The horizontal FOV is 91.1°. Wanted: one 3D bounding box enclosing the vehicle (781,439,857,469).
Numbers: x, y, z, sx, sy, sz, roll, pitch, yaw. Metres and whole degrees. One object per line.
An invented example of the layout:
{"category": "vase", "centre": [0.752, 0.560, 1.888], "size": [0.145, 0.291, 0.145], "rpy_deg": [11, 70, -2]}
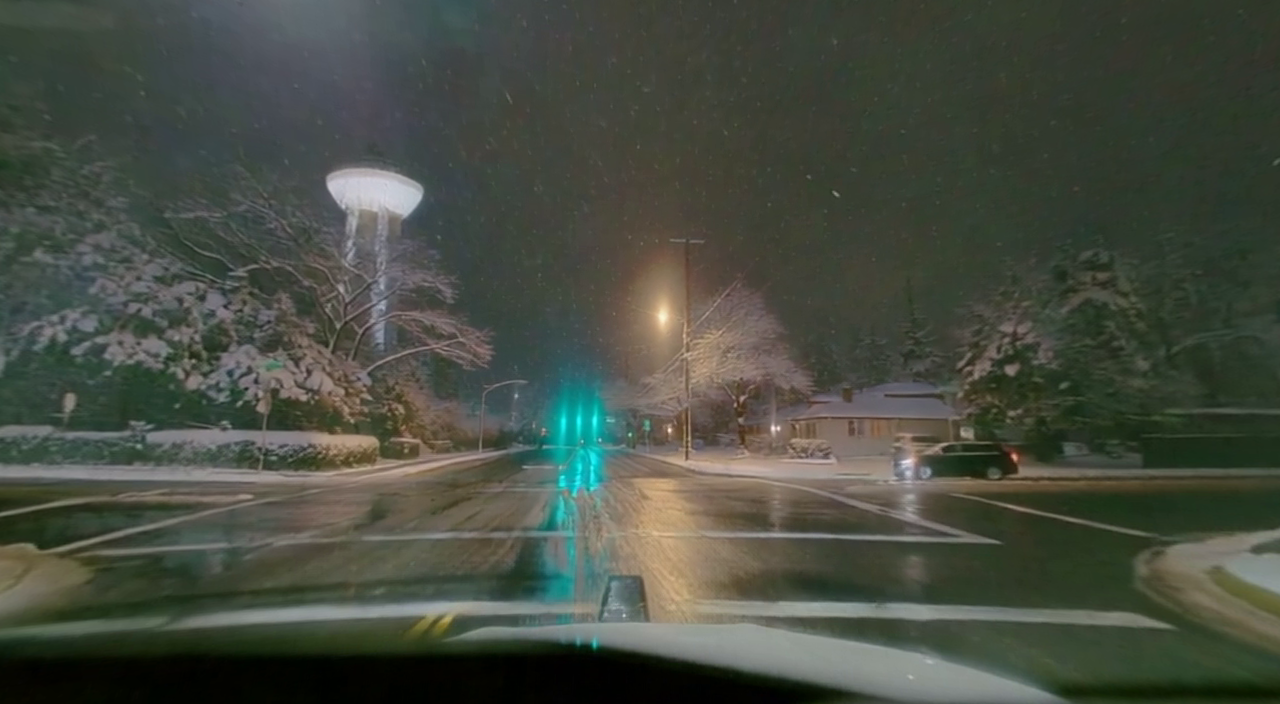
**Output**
{"category": "vehicle", "centre": [8.603, 4.871, 30.192], "size": [3.191, 1.365, 1.458], "rpy_deg": [-5, -9, 33]}

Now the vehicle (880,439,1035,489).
{"category": "vehicle", "centre": [11.086, 3.920, 22.190], "size": [4.448, 1.637, 1.881], "rpy_deg": [0, -8, 3]}
